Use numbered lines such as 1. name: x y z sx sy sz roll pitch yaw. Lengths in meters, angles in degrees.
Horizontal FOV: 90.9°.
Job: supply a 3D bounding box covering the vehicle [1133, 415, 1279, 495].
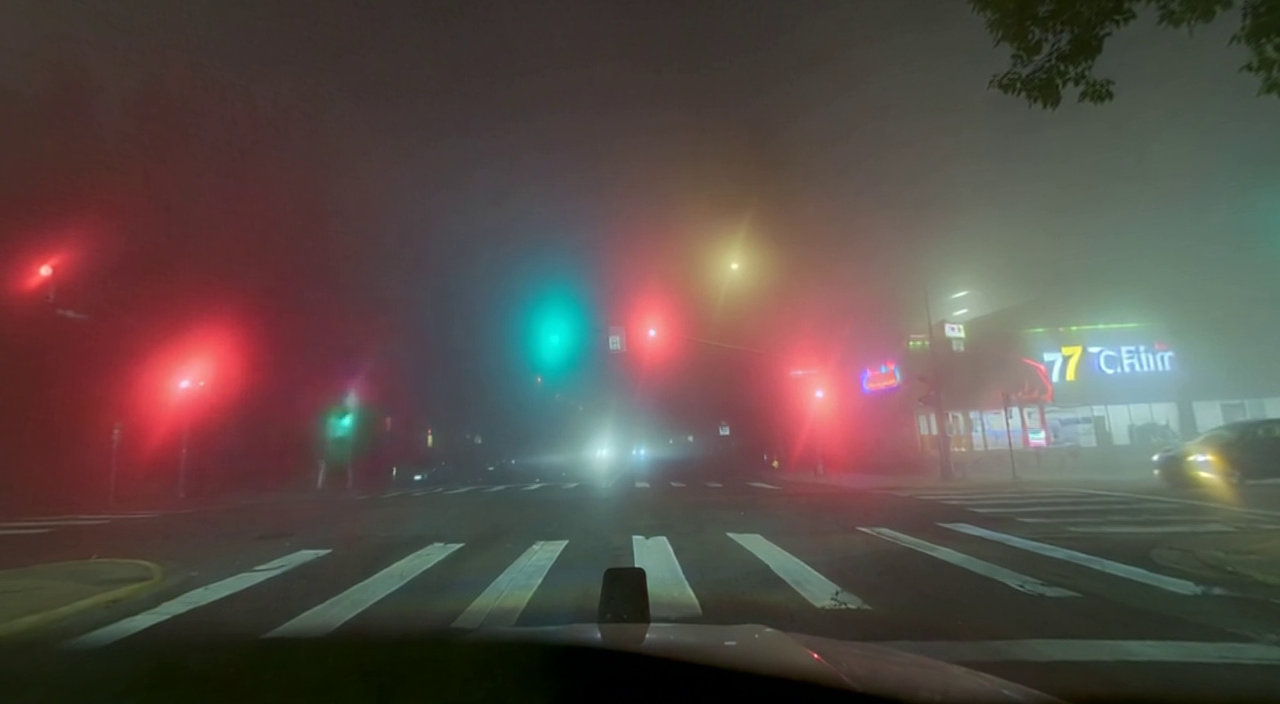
1. vehicle: 15.384 2.504 15.478 4.836 1.795 1.957 0 -9 0
